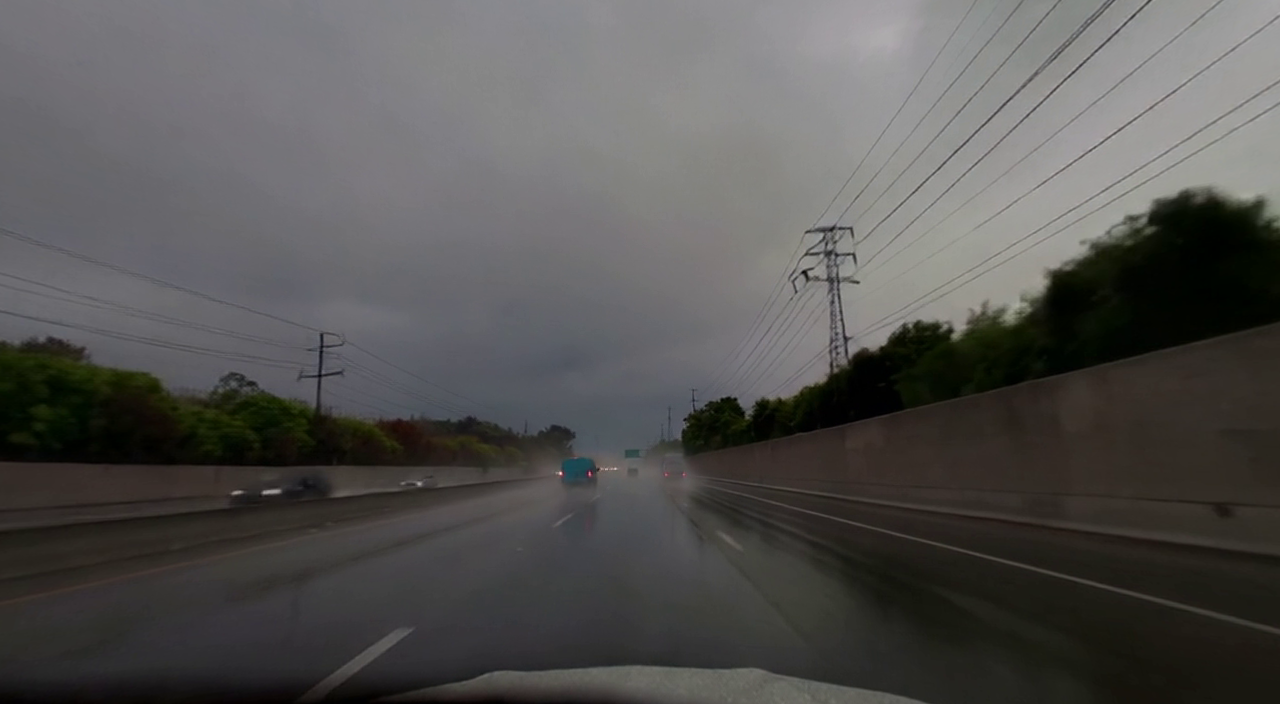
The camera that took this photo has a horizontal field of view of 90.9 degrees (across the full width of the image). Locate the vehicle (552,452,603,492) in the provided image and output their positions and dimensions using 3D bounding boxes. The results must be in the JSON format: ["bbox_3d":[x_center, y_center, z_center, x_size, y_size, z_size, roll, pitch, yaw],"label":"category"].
[{"bbox_3d":[-3.401,6.637,35.037,2.324,2.008,4.654,1,-10,0],"label":"vehicle"}]

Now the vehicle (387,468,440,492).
[{"bbox_3d":[-16.922,9.560,47.268,2.074,1.684,4.959,1,-10,0],"label":"vehicle"}]

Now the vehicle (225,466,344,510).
[{"bbox_3d":[-13.167,5.048,23.700,1.980,1.447,4.248,1,-10,0],"label":"vehicle"}]
